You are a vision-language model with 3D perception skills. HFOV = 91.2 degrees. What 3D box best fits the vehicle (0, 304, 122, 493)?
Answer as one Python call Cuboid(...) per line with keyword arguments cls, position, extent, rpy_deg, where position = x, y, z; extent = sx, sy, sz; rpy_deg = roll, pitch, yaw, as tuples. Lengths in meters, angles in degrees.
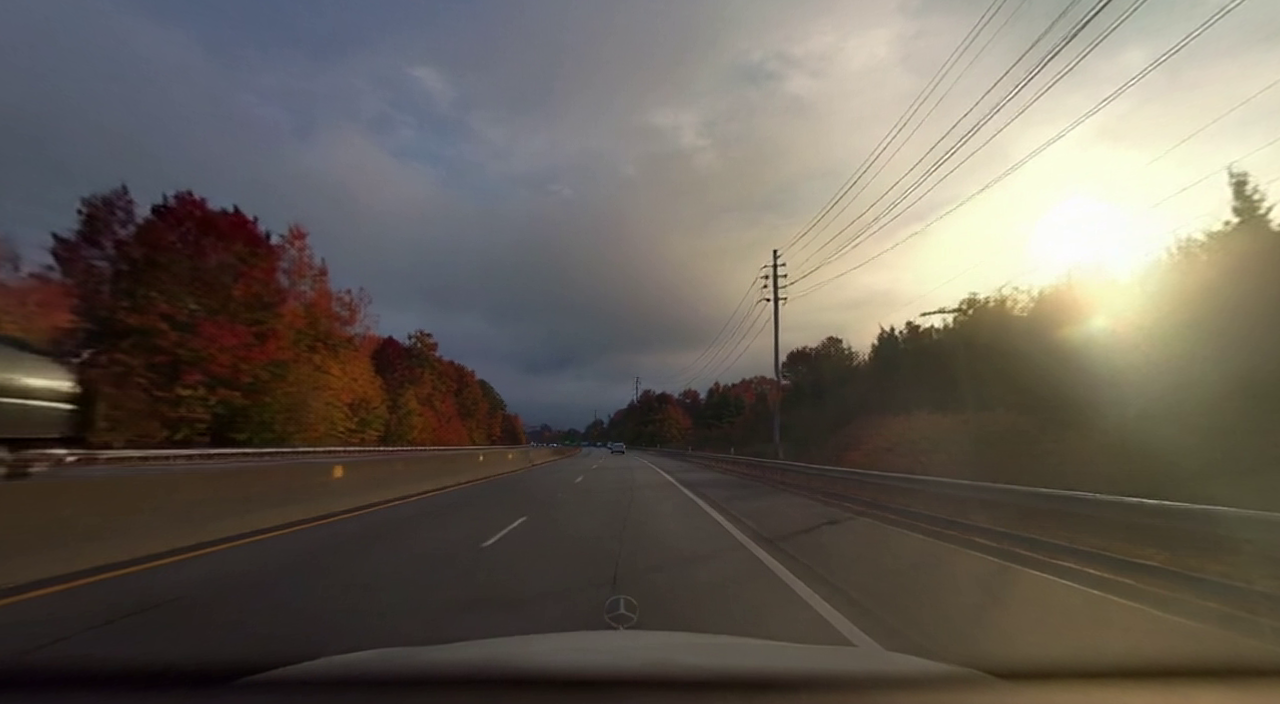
Cuboid(cls="vehicle", position=(-15.459, 0.429, 9.849), extent=(2.967, 4.109, 13.823), rpy_deg=(0, -9, -1))
